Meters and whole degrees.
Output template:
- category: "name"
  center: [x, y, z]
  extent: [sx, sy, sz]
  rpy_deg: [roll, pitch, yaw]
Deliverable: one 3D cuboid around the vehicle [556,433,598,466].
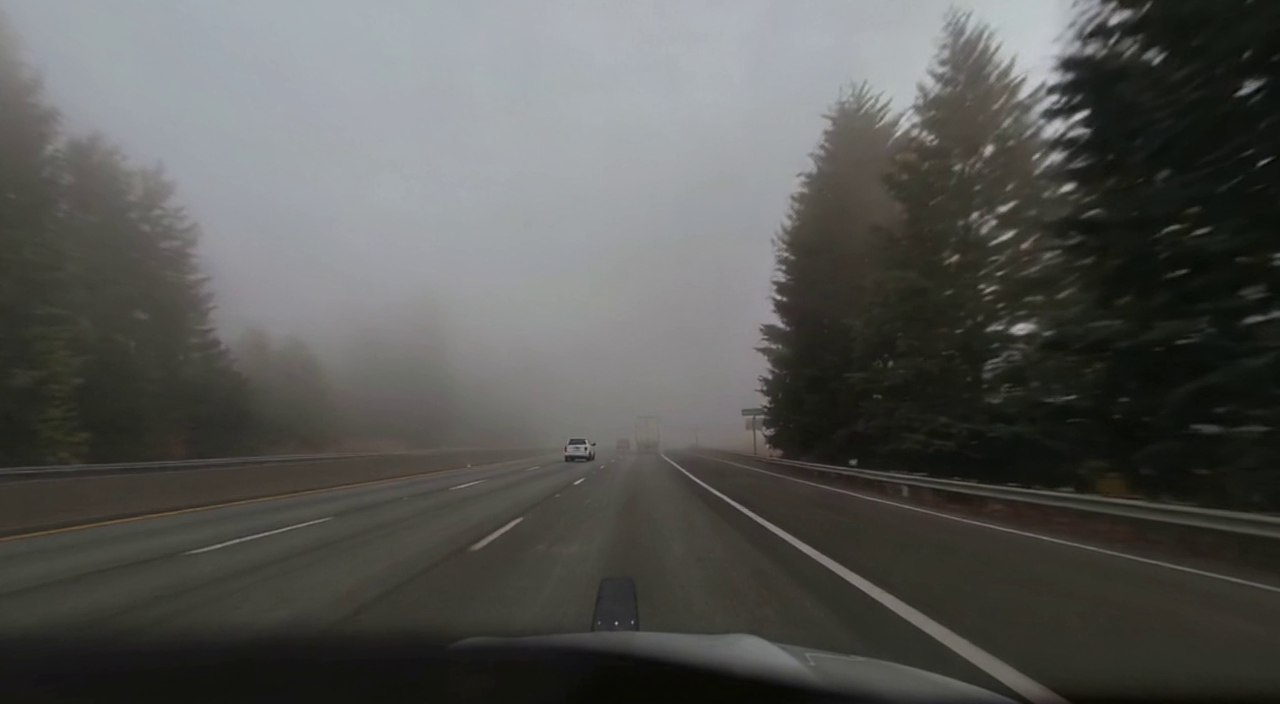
- category: "vehicle"
  center: [-3.921, 6.146, 39.978]
  extent: [2.130, 1.935, 4.817]
  rpy_deg: [-1, -8, 1]
